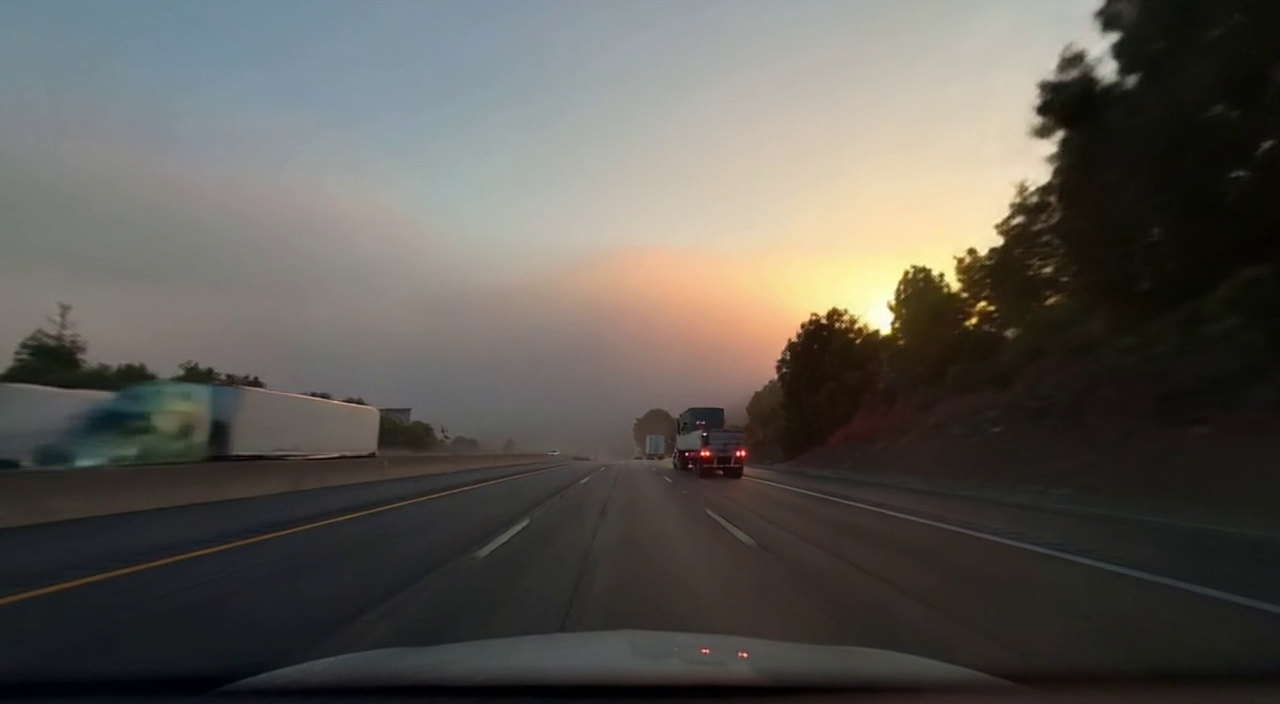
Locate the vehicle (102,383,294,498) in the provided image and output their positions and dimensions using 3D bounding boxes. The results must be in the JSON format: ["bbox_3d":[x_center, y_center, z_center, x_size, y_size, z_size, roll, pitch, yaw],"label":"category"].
[{"bbox_3d":[-17.092,3.526,25.000,3.069,3.980,6.061,0,-9,-1],"label":"vehicle"}]

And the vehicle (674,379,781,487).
[{"bbox_3d":[3.602,4.023,30.130,3.037,3.999,13.133,0,-9,-1],"label":"vehicle"}]
